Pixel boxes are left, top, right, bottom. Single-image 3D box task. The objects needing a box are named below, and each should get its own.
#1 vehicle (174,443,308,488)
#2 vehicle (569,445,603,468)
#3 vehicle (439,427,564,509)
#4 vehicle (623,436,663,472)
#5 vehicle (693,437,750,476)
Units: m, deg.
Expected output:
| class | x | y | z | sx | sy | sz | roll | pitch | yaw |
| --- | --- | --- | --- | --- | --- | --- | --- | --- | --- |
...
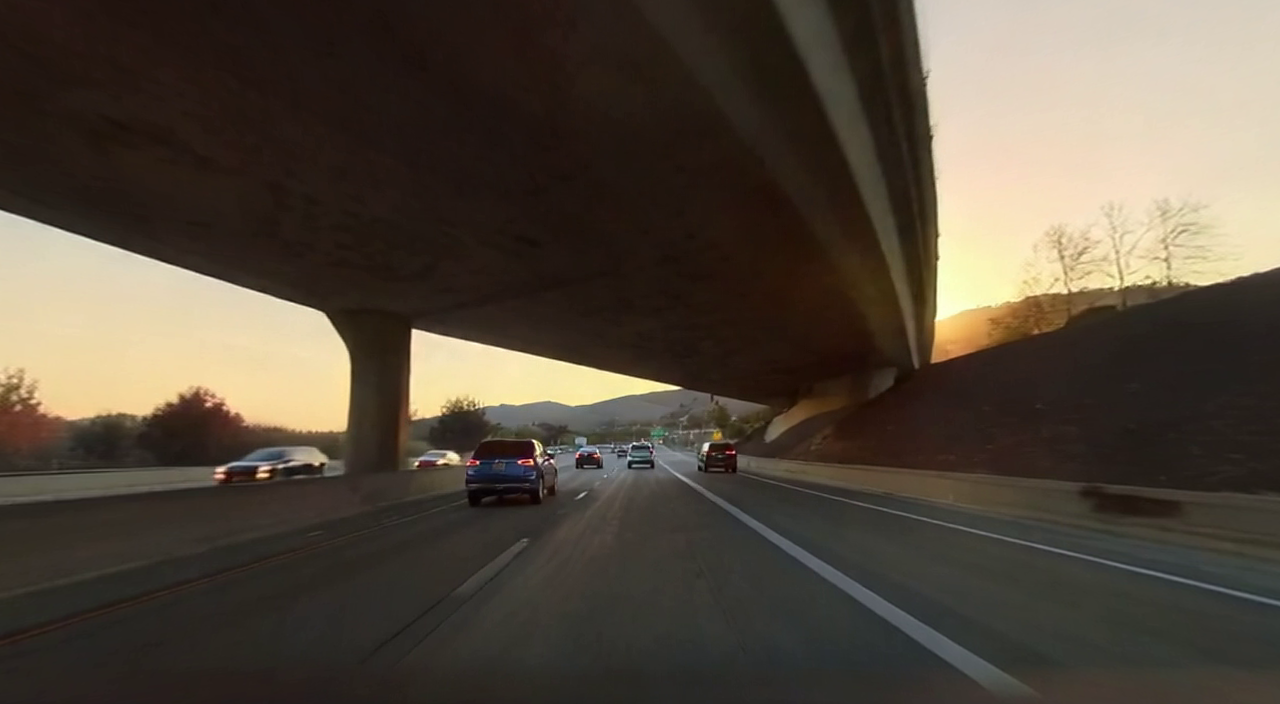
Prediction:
| class | x | y | z | sx | sy | sz | roll | pitch | yaw |
| --- | --- | --- | --- | --- | --- | --- | --- | --- | --- |
| vehicle | -17.998 | 5.119 | 28.872 | 2.219 | 1.821 | 5.675 | 0 | -9 | 2 |
| vehicle | -3.707 | 7.236 | 43.846 | 1.994 | 1.475 | 4.171 | 0 | -9 | 0 |
| vehicle | -3.264 | 2.857 | 15.905 | 2.089 | 1.751 | 4.515 | 0 | -9 | 1 |
| vehicle | 0.144 | 5.847 | 36.333 | 2.155 | 1.909 | 4.529 | 0 | -9 | 0 |
| vehicle | 4.025 | 5.285 | 32.017 | 2.231 | 1.807 | 4.588 | 0 | -9 | -1 |
